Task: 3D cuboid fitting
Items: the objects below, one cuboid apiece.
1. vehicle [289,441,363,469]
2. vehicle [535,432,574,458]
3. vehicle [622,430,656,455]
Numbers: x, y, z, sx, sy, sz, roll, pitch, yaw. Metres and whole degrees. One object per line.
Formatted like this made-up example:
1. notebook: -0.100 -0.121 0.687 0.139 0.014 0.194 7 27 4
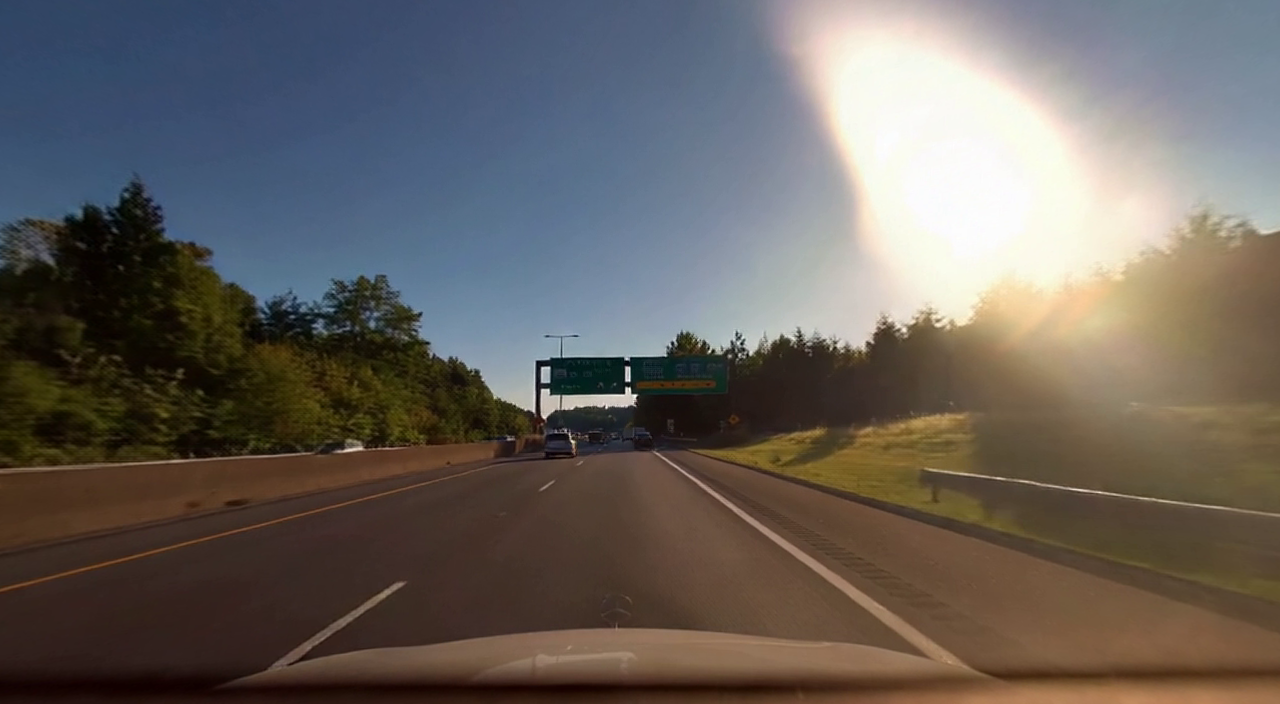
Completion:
1. vehicle: -17.704 5.794 35.828 1.939 1.469 4.527 0 -8 -1
2. vehicle: -5.261 5.729 39.132 1.959 1.514 3.668 0 -8 -1
3. vehicle: -0.049 6.017 41.883 2.139 1.561 4.060 0 -8 0
